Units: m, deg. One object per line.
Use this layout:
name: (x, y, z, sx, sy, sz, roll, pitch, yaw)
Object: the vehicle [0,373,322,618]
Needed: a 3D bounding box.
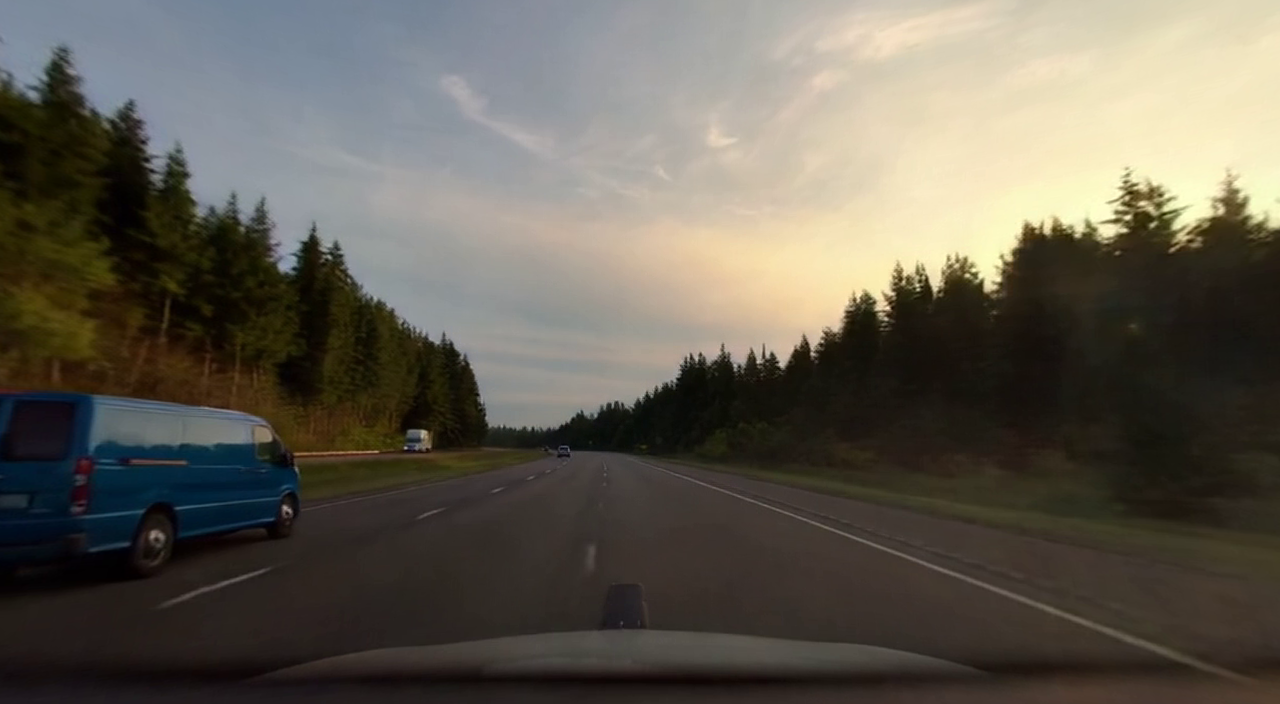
vehicle: (-6.265, 1.584, 7.788, 2.197, 2.038, 4.919, 0, -9, -2)
